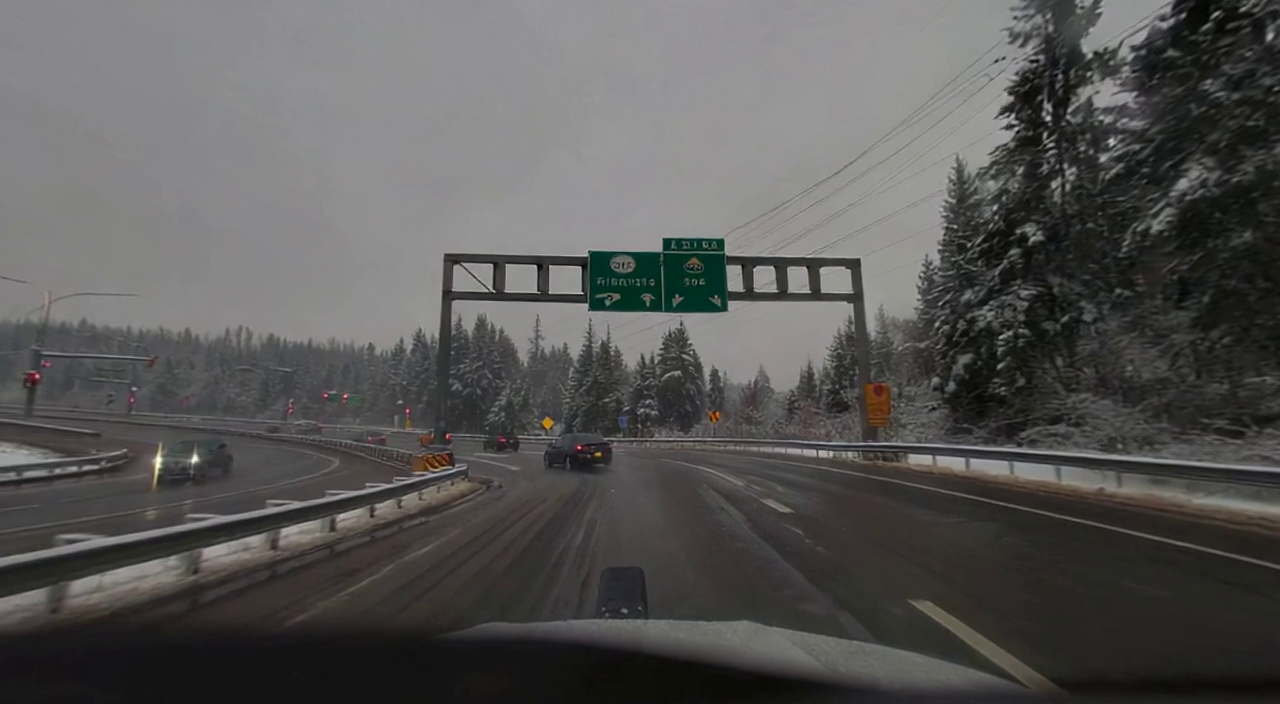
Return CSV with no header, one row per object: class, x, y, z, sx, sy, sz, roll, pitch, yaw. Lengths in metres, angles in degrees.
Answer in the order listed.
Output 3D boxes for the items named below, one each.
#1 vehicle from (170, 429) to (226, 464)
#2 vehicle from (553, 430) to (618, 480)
vehicle,-26.139,5.573,37.235,2.239,1.922,5.001,7,-11,-38
vehicle,-2.213,3.933,24.359,2.140,1.724,4.304,1,-9,-10
